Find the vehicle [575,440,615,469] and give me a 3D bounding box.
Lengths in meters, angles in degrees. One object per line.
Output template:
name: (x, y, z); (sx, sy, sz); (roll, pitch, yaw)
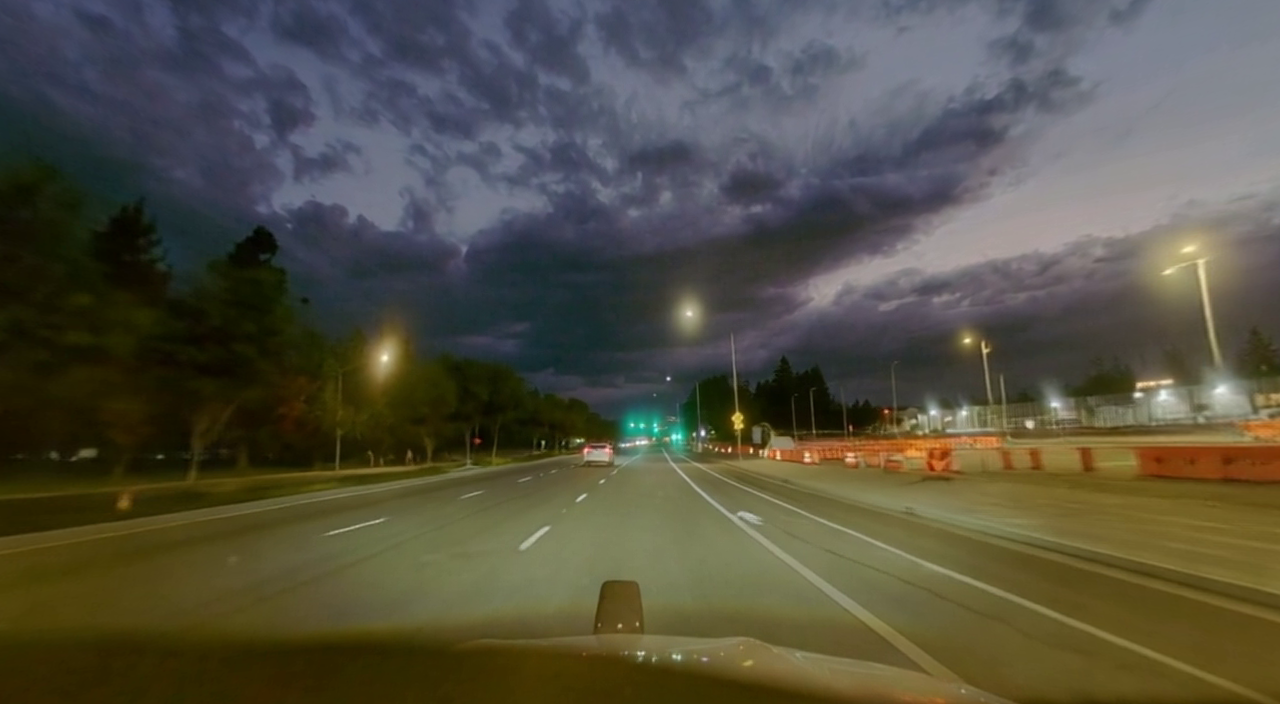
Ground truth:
vehicle: (-2.700, 6.238, 38.630); (2.121, 1.654, 3.993); (0, -8, 1)
